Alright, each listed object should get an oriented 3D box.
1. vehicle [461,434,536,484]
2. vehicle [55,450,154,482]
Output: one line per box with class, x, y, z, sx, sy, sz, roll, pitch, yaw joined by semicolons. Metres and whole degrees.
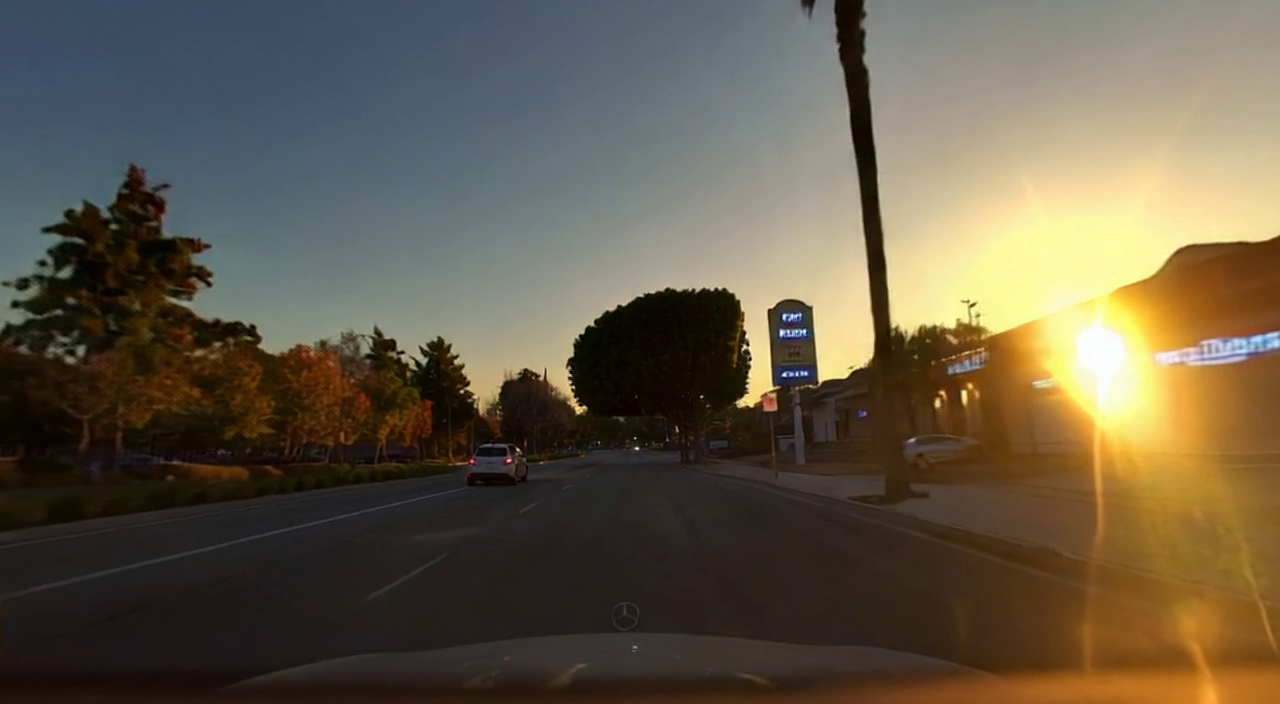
vehicle;-5.661;4.339;25.770;2.136;1.844;4.363;0;-8;-2
vehicle;-34.401;7.276;40.479;4.863;1.903;2.481;-3;-9;18
